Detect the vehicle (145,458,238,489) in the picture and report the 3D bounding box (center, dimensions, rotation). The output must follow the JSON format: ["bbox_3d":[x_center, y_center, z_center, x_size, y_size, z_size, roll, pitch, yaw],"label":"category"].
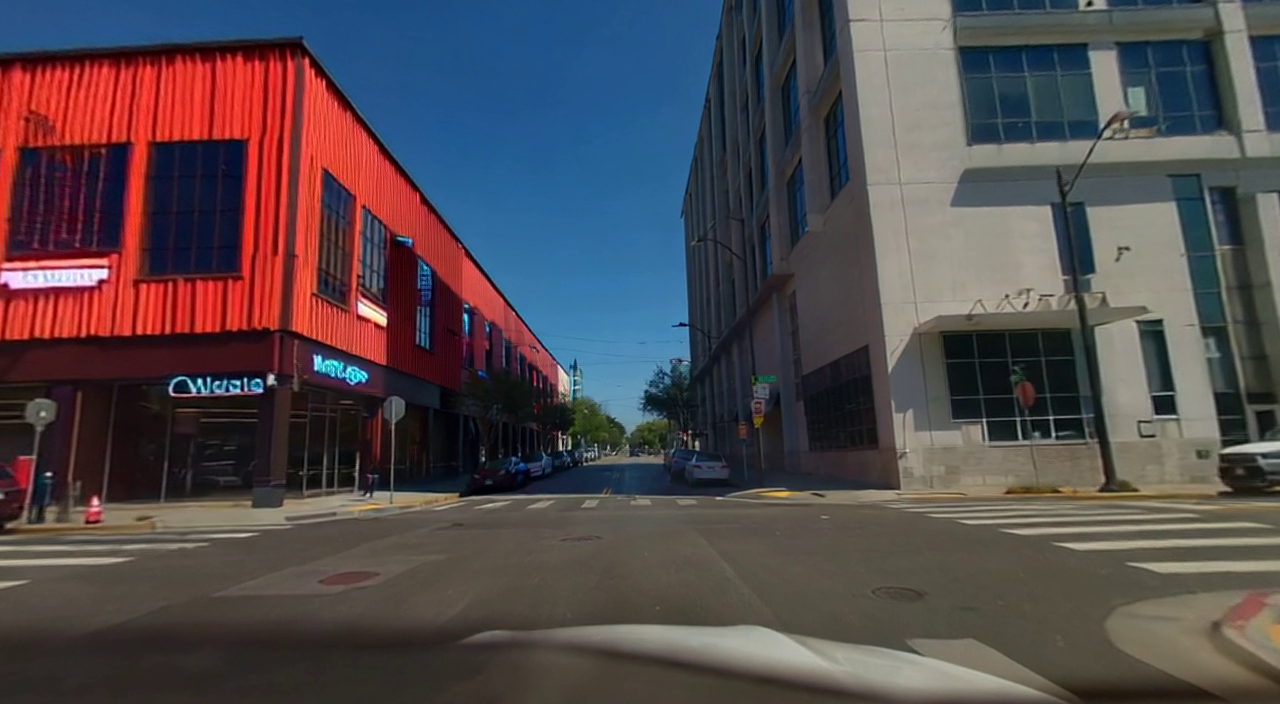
[{"bbox_3d":[-23.776,6.449,33.605,3.618,1.412,1.587,-2,-10,-7],"label":"vehicle"}]

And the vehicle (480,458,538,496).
[{"bbox_3d":[-5.720,5.505,28.072,1.864,1.447,3.887,0,-9,-2],"label":"vehicle"}]

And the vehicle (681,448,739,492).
[{"bbox_3d":[2.858,4.938,26.873,1.917,1.680,4.500,0,-9,0],"label":"vehicle"}]
